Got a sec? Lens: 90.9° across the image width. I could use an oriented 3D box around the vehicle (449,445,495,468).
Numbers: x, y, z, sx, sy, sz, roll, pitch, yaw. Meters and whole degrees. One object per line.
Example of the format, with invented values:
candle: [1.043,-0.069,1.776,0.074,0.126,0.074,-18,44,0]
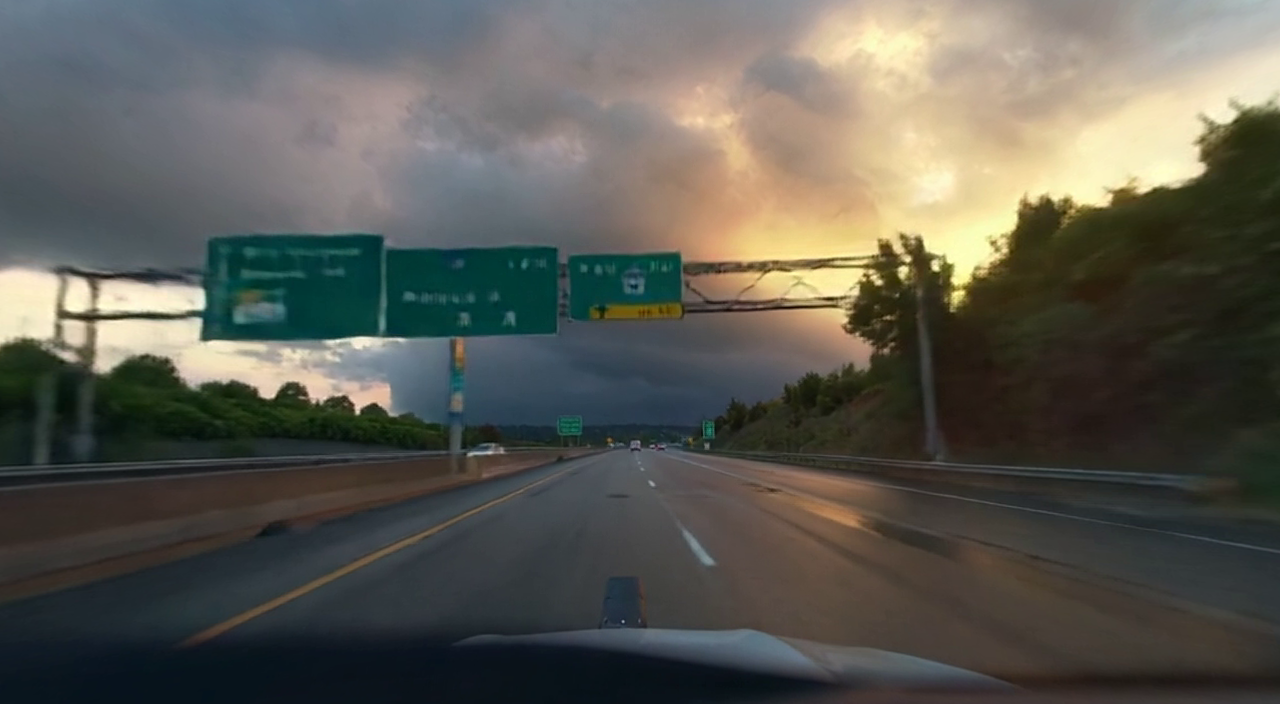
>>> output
vehicle: [-11.437,7.137,43.124,1.918,1.480,4.343,0,-9,0]
